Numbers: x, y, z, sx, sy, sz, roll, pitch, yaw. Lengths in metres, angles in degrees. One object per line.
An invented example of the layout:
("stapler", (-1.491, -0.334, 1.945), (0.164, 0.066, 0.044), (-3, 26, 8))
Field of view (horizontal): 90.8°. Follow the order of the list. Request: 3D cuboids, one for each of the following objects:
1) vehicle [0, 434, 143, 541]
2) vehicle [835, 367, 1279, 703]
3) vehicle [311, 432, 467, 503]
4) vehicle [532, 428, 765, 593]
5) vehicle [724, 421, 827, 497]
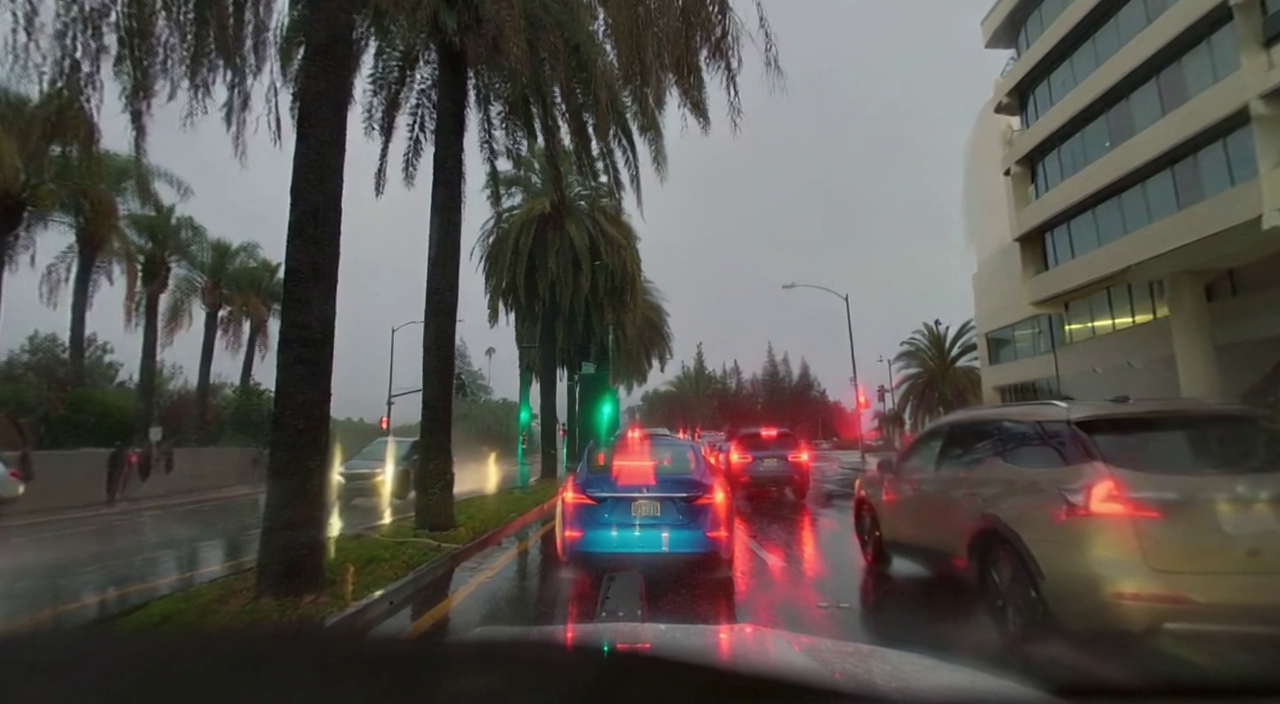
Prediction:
("vehicle", (-13.061, 2.719, 12.296), (2.240, 1.964, 5.707), (-6, -8, 0))
("vehicle", (3.282, 1.248, 5.182), (2.003, 1.733, 4.319), (0, -8, 1))
("vehicle", (-6.768, 3.148, 17.669), (2.053, 1.693, 4.198), (-2, -9, 11))
("vehicle", (0.119, 1.721, 7.719), (2.088, 1.452, 3.993), (0, -8, 1))
("vehicle", (3.729, 3.041, 18.327), (2.226, 1.897, 4.765), (-1, -8, 4))
